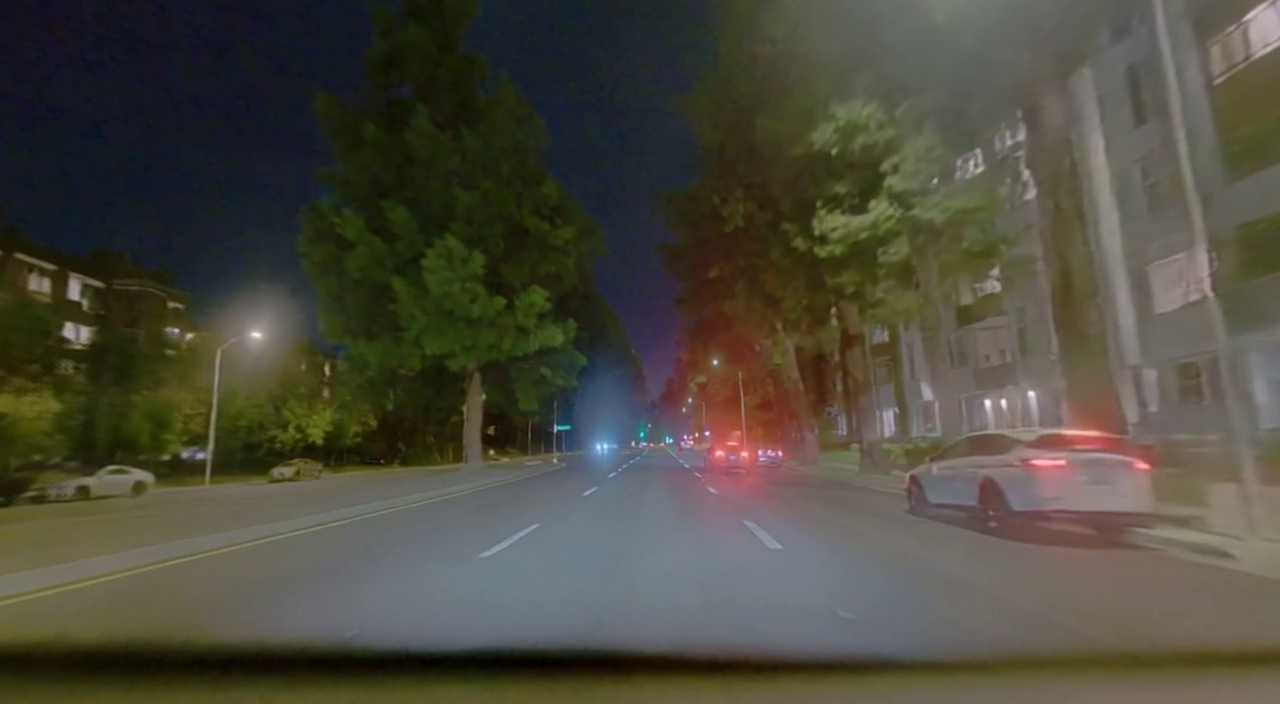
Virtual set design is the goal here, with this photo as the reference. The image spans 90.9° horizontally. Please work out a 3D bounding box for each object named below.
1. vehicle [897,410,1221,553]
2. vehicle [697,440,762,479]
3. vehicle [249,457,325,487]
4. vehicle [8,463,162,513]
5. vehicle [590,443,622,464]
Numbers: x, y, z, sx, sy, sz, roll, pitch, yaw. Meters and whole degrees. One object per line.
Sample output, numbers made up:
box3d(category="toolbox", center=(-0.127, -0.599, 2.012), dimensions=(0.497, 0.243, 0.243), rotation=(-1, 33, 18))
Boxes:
box3d(category="vehicle", center=(6.531, 2.080, 10.845), dimensions=(2.092, 1.849, 5.068), rotation=(0, -9, 1))
box3d(category="vehicle", center=(3.716, 4.564, 26.921), dimensions=(2.128, 1.502, 4.572), rotation=(0, -9, 1))
box3d(category="vehicle", center=(-22.126, 7.482, 39.699), dimensions=(1.883, 1.671, 4.779), rotation=(-1, -9, 2))
box3d(category="vehicle", center=(-22.098, 5.408, 25.444), dimensions=(1.882, 1.479, 4.822), rotation=(-7, -9, 1))
box3d(category="vehicle", center=(-2.534, 7.754, 48.164), dimensions=(2.049, 1.485, 4.656), rotation=(0, -9, 1))
